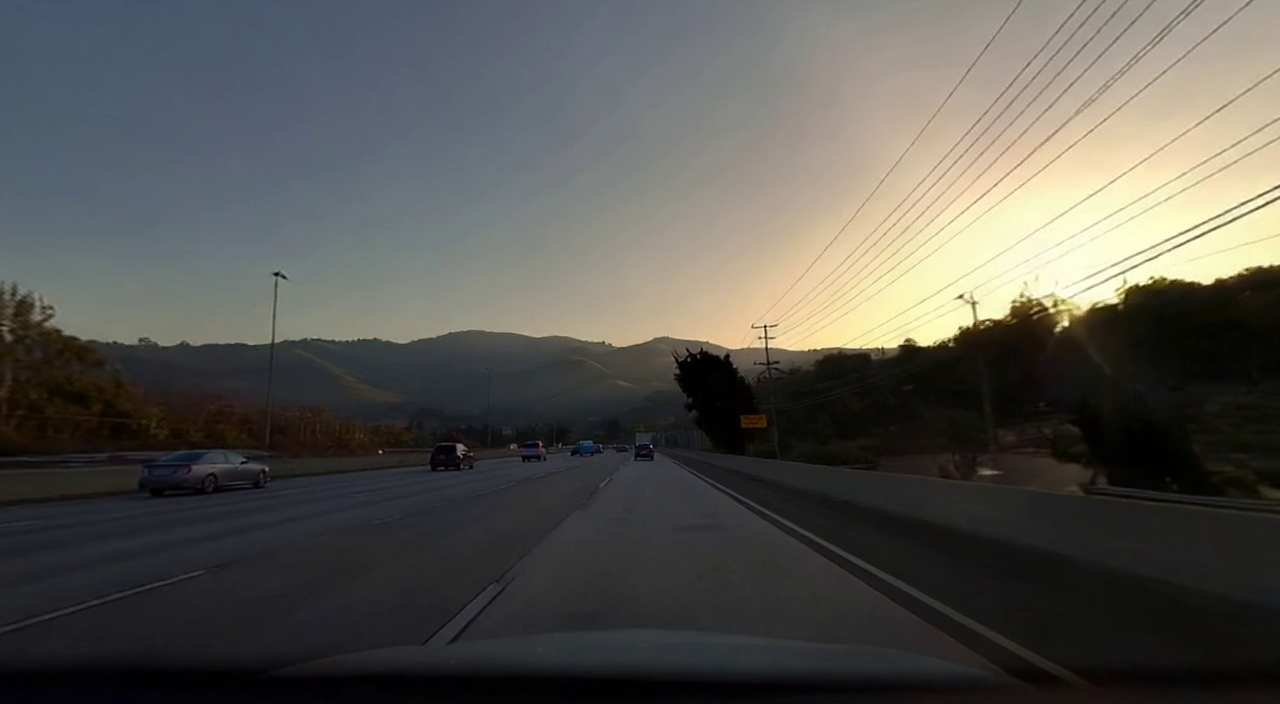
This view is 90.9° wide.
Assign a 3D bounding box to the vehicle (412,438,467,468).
[{"bbox_3d":[-14.226,7.191,45.057,2.172,1.946,5.017,0,-9,1],"label":"vehicle"}]

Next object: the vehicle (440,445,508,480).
[{"bbox_3d":[-7.420,4.970,28.605,1.899,1.472,4.202,0,-9,1],"label":"vehicle"}]

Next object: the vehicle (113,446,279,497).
[{"bbox_3d":[-14.374,3.869,20.872,1.885,1.474,4.849,0,-9,1],"label":"vehicle"}]
